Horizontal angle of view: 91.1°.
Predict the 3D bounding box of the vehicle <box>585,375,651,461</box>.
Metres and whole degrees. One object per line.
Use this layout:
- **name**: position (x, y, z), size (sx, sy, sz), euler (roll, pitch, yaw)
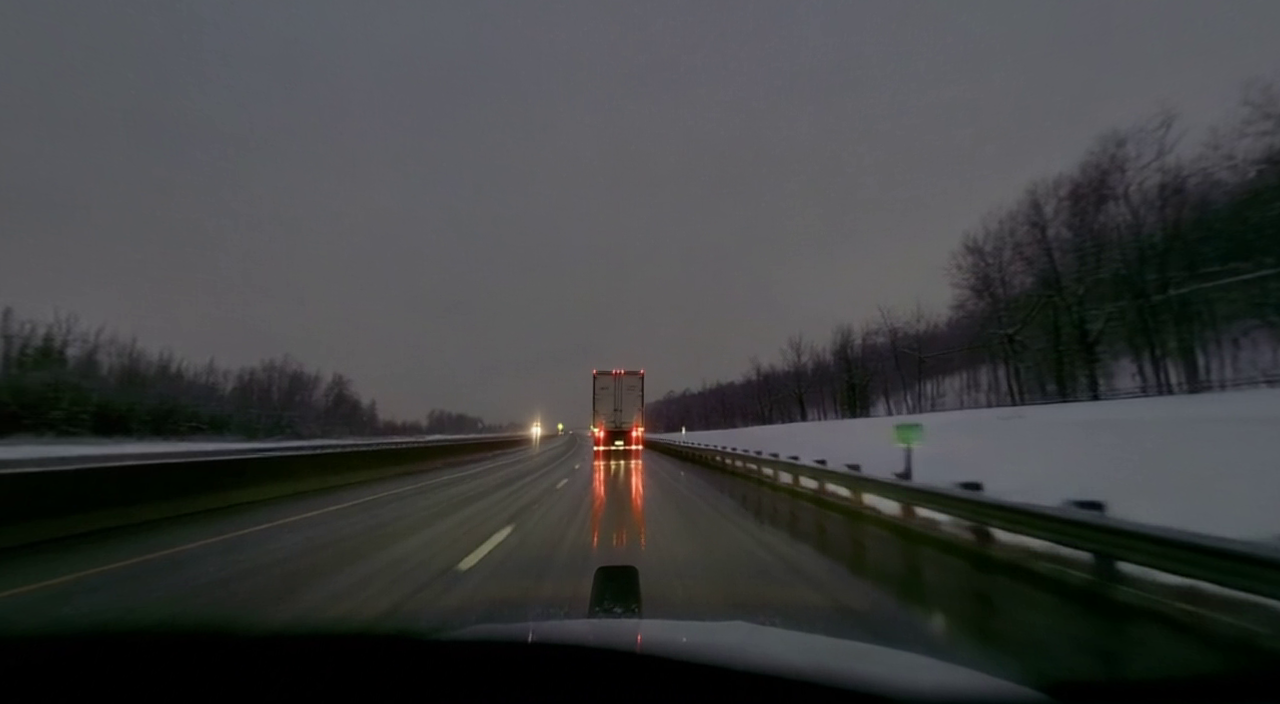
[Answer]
- **vehicle**: position (-1.261, 3.747, 34.258), size (3.023, 3.965, 10.402), euler (0, -8, -3)
